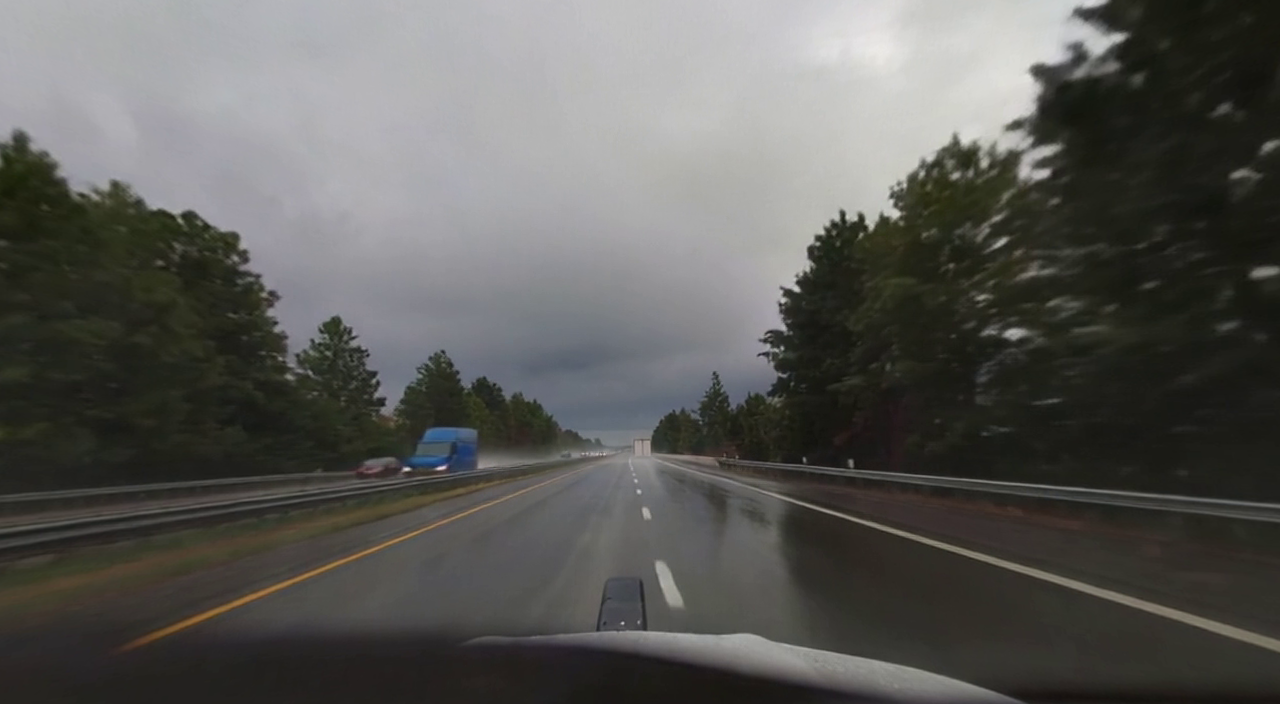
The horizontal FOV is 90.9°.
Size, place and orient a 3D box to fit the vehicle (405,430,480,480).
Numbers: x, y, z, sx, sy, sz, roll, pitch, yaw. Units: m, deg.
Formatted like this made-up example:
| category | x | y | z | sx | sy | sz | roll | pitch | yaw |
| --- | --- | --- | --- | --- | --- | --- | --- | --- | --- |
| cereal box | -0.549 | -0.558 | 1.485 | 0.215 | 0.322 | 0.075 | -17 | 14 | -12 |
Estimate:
| category | x | y | z | sx | sy | sz | roll | pitch | yaw |
| --- | --- | --- | --- | --- | --- | --- | --- | --- | --- |
| vehicle | -11.438 | 6.041 | 37.152 | 2.317 | 2.613 | 6.793 | 0 | -9 | -1 |

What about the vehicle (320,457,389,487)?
| category | x | y | z | sx | sy | sz | roll | pitch | yaw |
| --- | --- | --- | --- | --- | --- | --- | --- | --- | --- |
| vehicle | -15.676 | 6.573 | 34.843 | 1.874 | 1.461 | 4.339 | 0 | -9 | -2 |
